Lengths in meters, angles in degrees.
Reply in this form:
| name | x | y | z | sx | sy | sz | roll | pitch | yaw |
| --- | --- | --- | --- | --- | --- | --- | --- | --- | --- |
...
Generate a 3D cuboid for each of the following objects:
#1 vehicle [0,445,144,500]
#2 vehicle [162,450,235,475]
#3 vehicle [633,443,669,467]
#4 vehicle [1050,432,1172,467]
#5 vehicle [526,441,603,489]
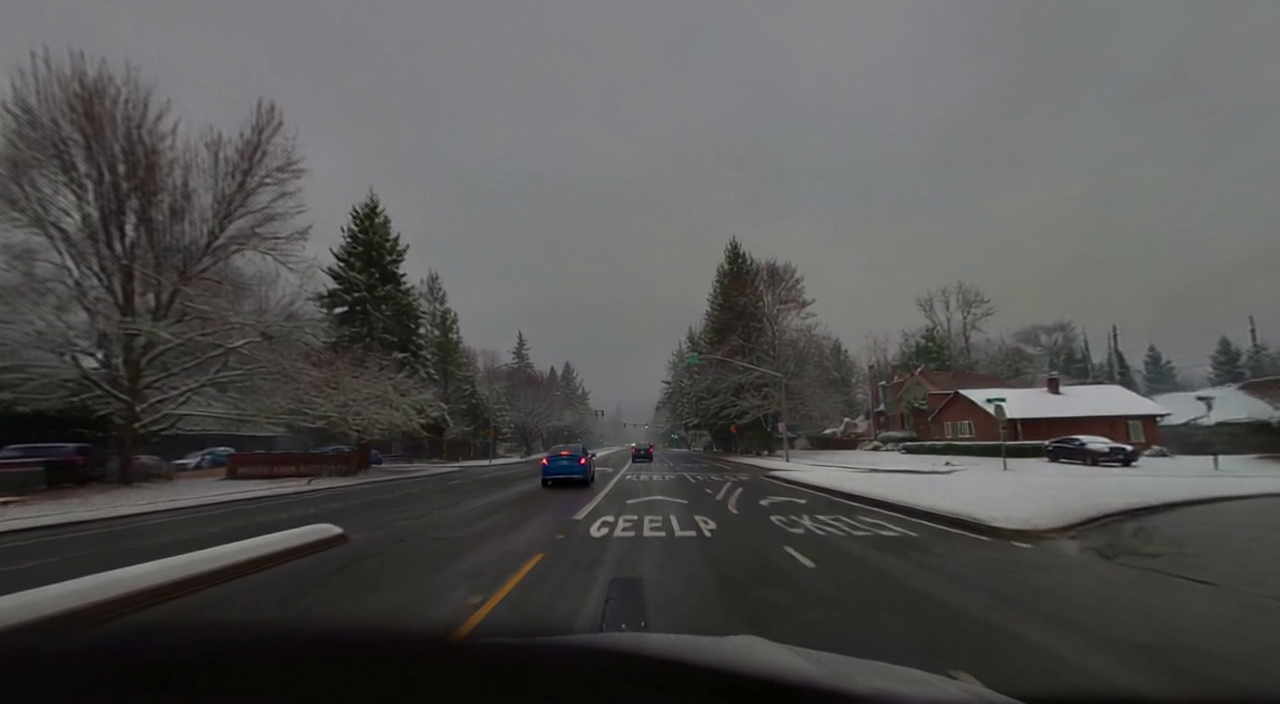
| name | x | y | z | sx | sy | sz | roll | pitch | yaw |
| --- | --- | --- | --- | --- | --- | --- | --- | --- | --- |
| vehicle | -22.539 | 4.527 | 23.897 | 2.173 | 1.849 | 5.752 | -5 | -9 | 11 |
| vehicle | -28.598 | 7.126 | 40.960 | 1.961 | 1.470 | 3.811 | 0 | -8 | 0 |
| vehicle | 0.663 | 6.711 | 41.260 | 2.226 | 1.505 | 4.128 | 0 | -8 | 0 |
| vehicle | 22.852 | 4.742 | 30.690 | 4.318 | 1.601 | 1.975 | 0 | -8 | -2 |
| vehicle | -2.450 | 3.846 | 21.872 | 2.158 | 1.469 | 4.909 | 0 | -8 | -1 |
